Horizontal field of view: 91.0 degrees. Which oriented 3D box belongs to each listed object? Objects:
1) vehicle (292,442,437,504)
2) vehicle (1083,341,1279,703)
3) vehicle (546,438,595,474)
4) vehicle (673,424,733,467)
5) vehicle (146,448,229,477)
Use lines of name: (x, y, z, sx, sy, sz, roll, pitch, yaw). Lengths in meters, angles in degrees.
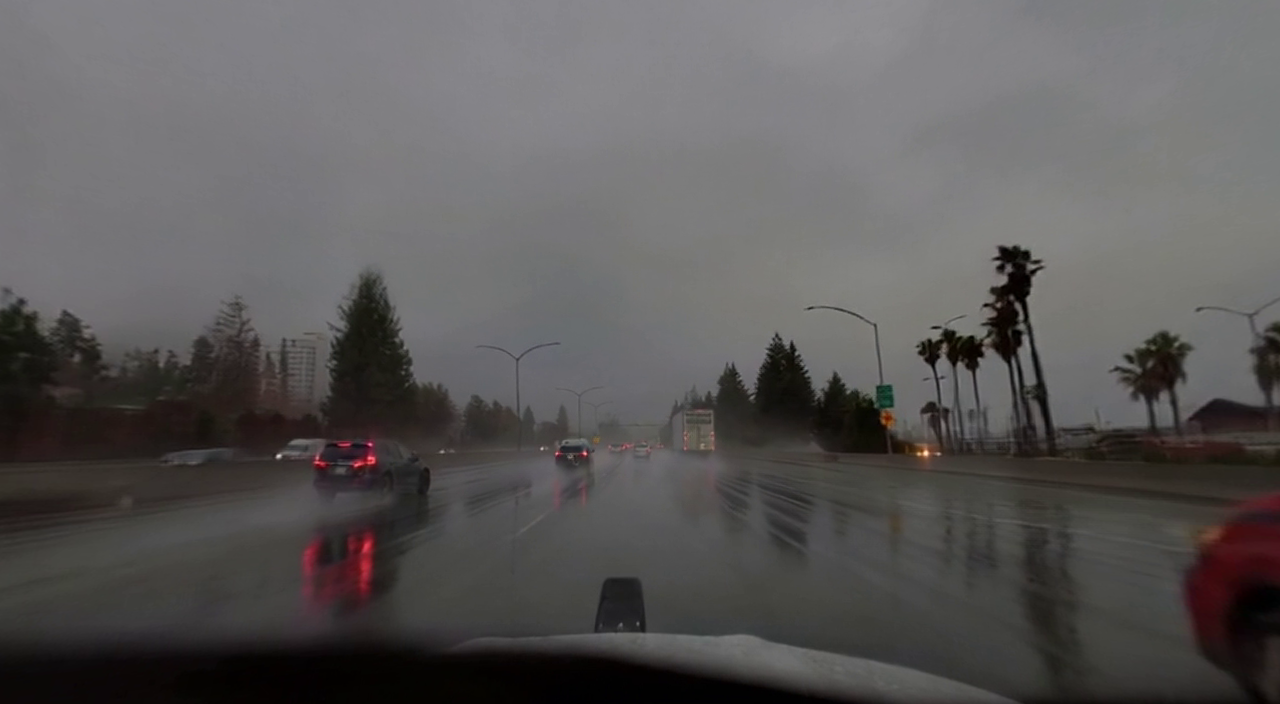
vehicle: (-7.469, 3.312, 17.646, 2.050, 1.487, 4.372, 0, -9, 0)
vehicle: (3.746, 0.619, 1.474, 2.124, 1.674, 4.494, 0, -9, 0)
vehicle: (-3.479, 5.303, 32.161, 2.017, 1.683, 4.094, 0, -9, 0)
vehicle: (4.274, 6.923, 46.309, 2.891, 2.596, 15.534, 0, -9, 0)
vehicle: (-24.579, 5.999, 34.358, 1.672, 1.496, 3.693, 0, -9, 1)
